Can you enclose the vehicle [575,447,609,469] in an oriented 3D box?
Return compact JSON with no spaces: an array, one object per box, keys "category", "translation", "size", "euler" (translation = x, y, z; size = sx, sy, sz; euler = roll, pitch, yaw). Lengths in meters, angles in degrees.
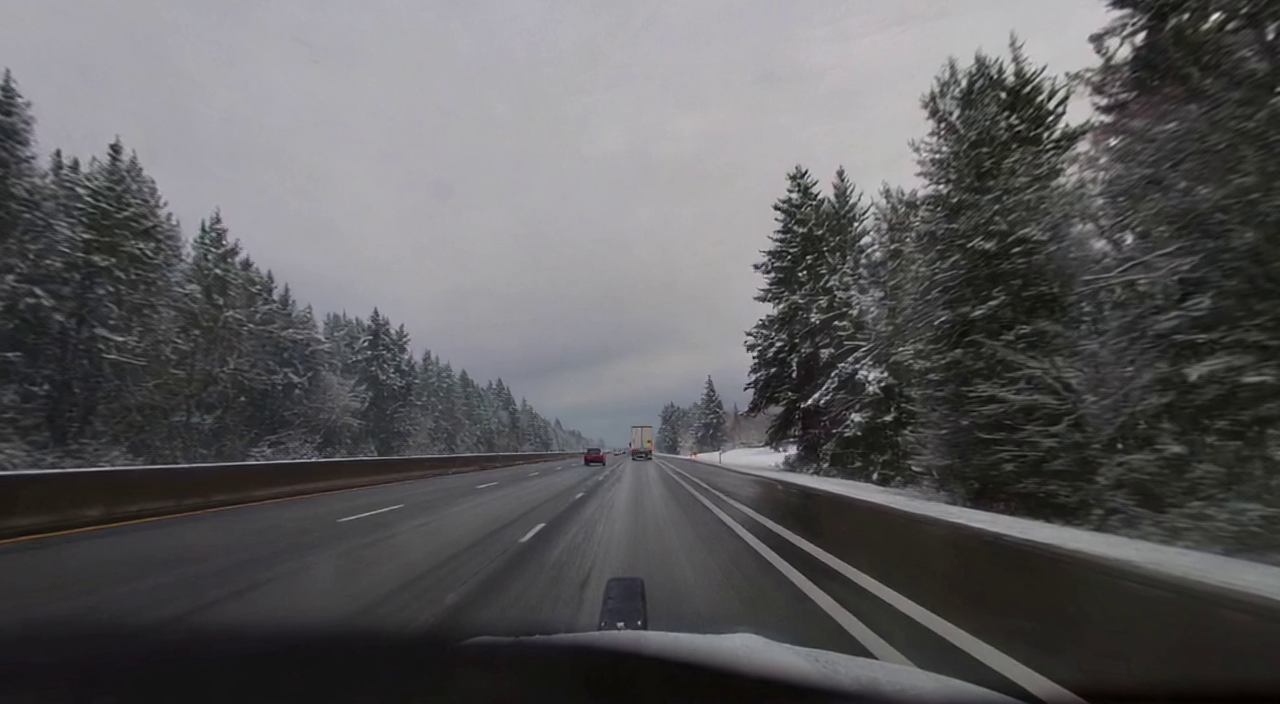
[{"category":"vehicle","translation":[-3.397,7.542,44.959],"size":[2.085,1.506,4.101],"euler":[0,-9,0]}]
